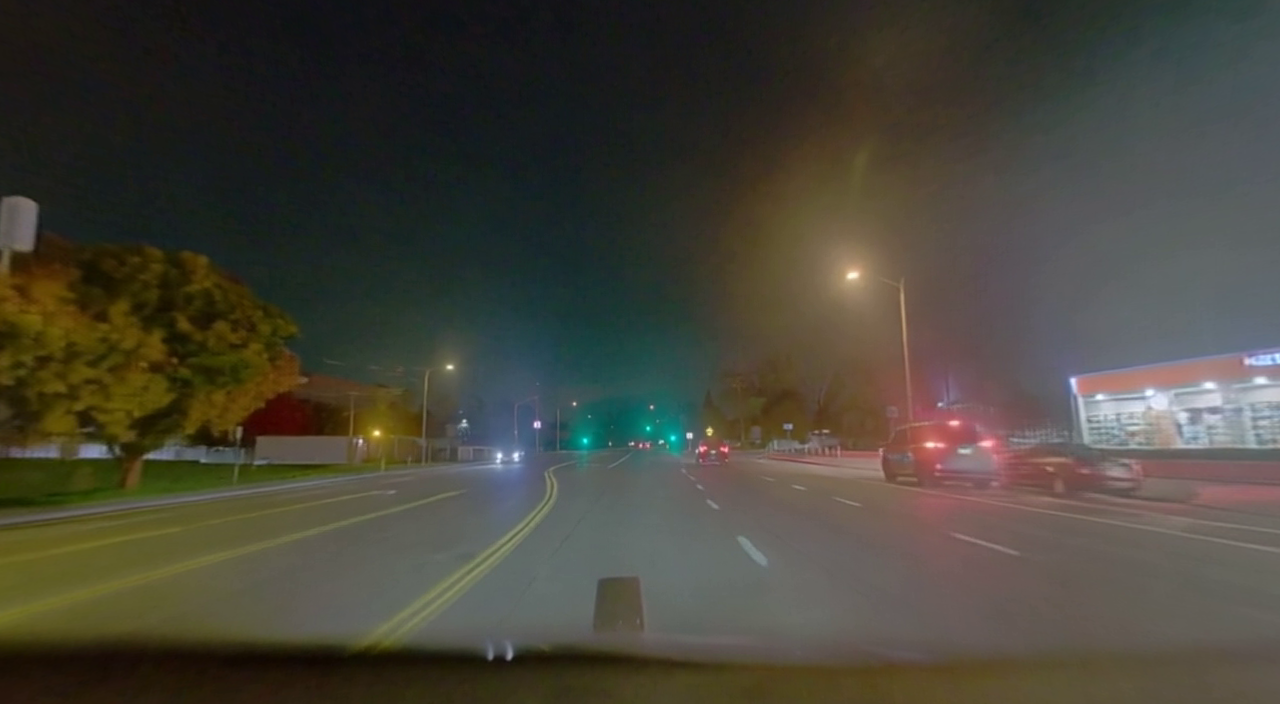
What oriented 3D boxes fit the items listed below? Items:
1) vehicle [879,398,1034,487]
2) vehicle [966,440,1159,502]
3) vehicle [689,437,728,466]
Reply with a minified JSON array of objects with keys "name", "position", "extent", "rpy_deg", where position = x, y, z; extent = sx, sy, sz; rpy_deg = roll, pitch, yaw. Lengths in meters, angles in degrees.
[{"name":"vehicle","position":[10.949,3.236,22.580],"extent":[2.507,2.745,5.779],"rpy_deg":[0,-9,0]},{"name":"vehicle","position":[10.880,3.080,16.845],"extent":[1.857,1.411,4.859],"rpy_deg":[0,-9,1]},{"name":"vehicle","position":[4.167,6.103,38.899],"extent":[1.957,1.643,4.226],"rpy_deg":[0,-9,0]}]
